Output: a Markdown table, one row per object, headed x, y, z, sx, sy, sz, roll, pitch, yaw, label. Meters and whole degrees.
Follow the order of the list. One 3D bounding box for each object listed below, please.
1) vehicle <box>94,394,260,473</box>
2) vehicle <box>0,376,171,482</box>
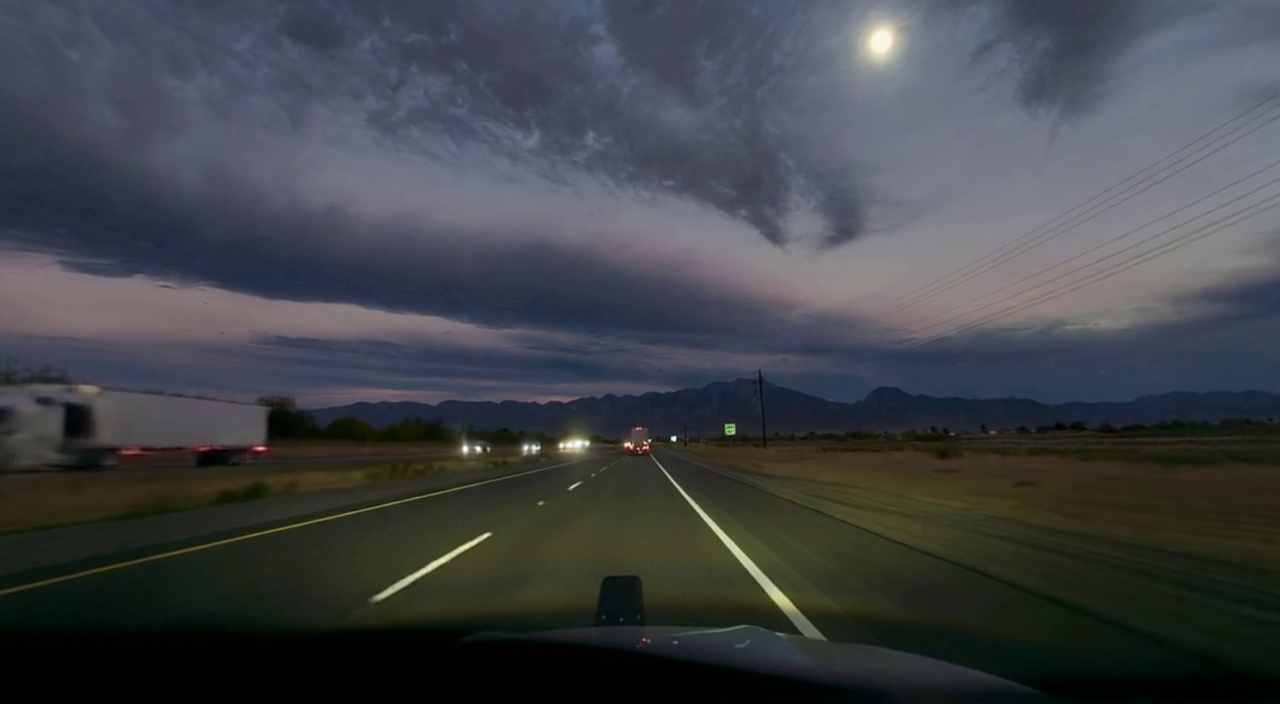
| x | y | z | sx | sy | sz | roll | pitch | yaw | label |
| --- | --- | --- | --- | --- | --- | --- | --- | --- | --- |
| -25.149 | 4.605 | 34.966 | 2.898 | 3.850 | 8.138 | 0 | -9 | 0 | vehicle |
| -25.174 | 3.431 | 27.292 | 2.889 | 3.867 | 8.576 | 0 | -9 | 0 | vehicle |
